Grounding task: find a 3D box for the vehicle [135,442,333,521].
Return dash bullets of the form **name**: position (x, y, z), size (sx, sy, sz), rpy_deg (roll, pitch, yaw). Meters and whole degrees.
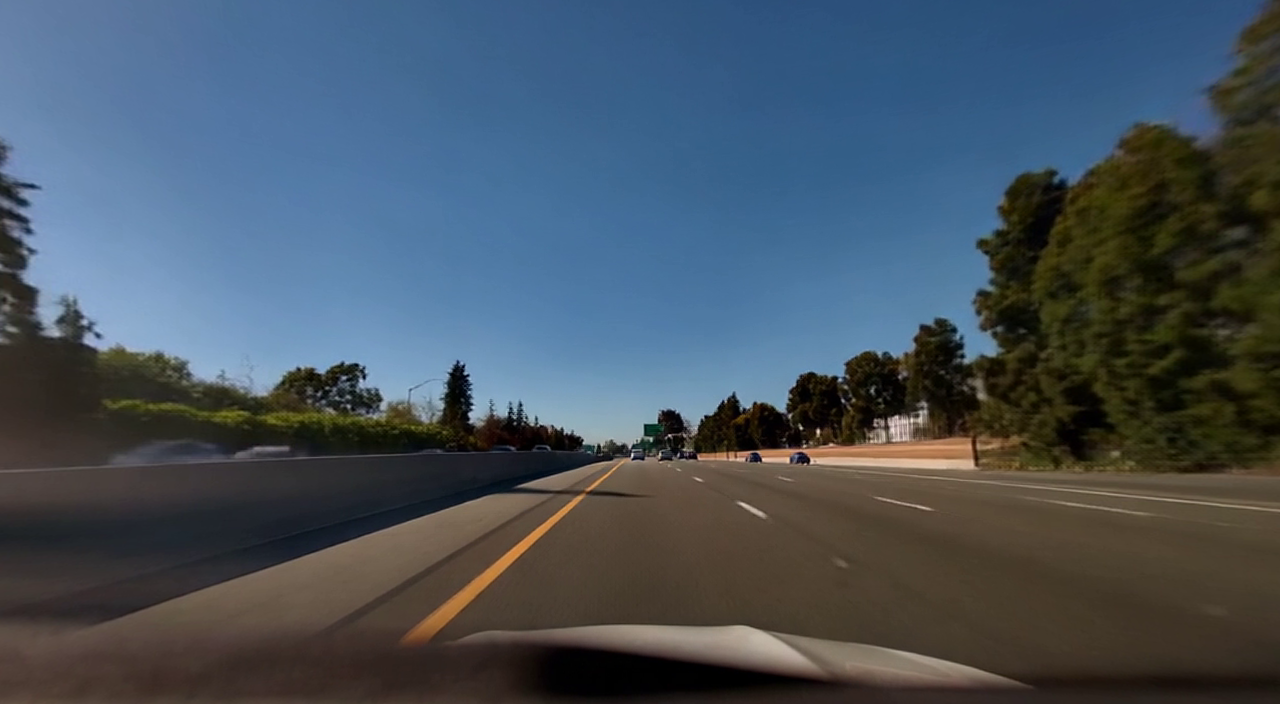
- **vehicle**: position (-10.111, 3.196, 16.313), size (1.998, 1.682, 4.658), rpy_deg (0, -8, 0)
